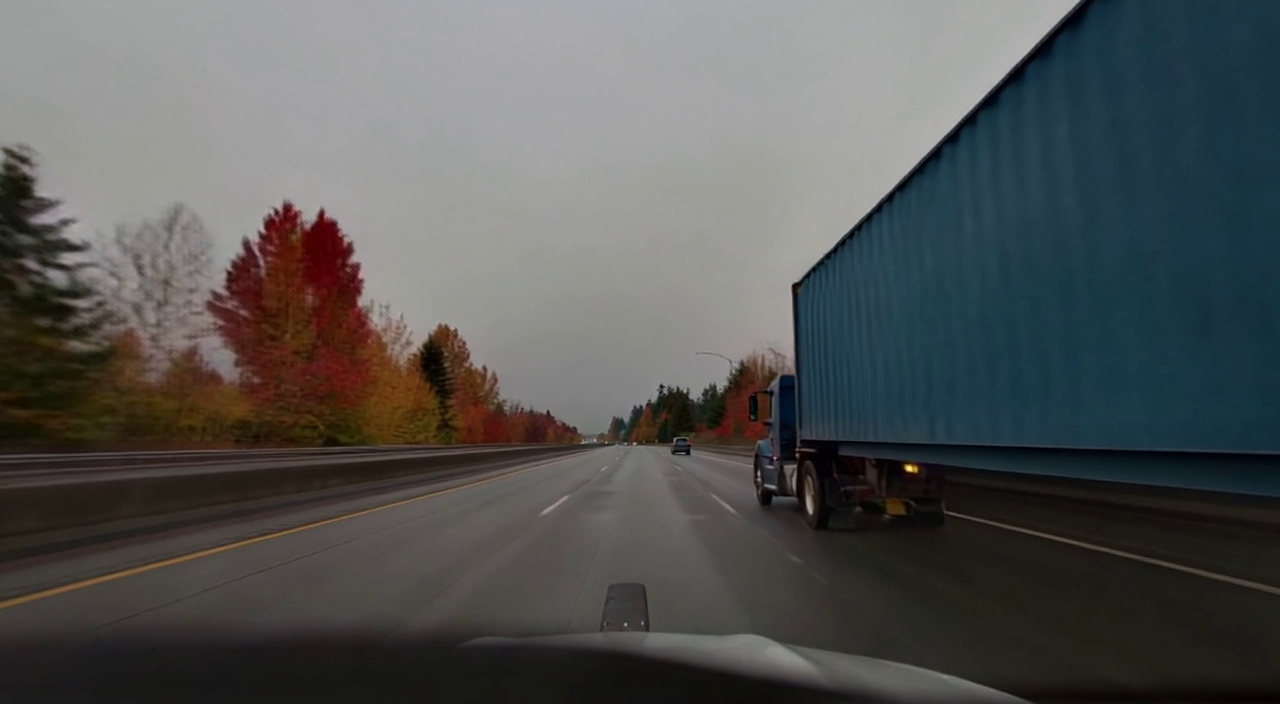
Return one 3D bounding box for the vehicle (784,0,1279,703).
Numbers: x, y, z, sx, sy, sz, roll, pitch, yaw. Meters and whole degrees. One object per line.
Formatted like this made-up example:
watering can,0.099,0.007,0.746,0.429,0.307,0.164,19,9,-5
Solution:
vehicle,3.979,-0.121,4.577,2.903,4.003,13.046,0,-8,1
